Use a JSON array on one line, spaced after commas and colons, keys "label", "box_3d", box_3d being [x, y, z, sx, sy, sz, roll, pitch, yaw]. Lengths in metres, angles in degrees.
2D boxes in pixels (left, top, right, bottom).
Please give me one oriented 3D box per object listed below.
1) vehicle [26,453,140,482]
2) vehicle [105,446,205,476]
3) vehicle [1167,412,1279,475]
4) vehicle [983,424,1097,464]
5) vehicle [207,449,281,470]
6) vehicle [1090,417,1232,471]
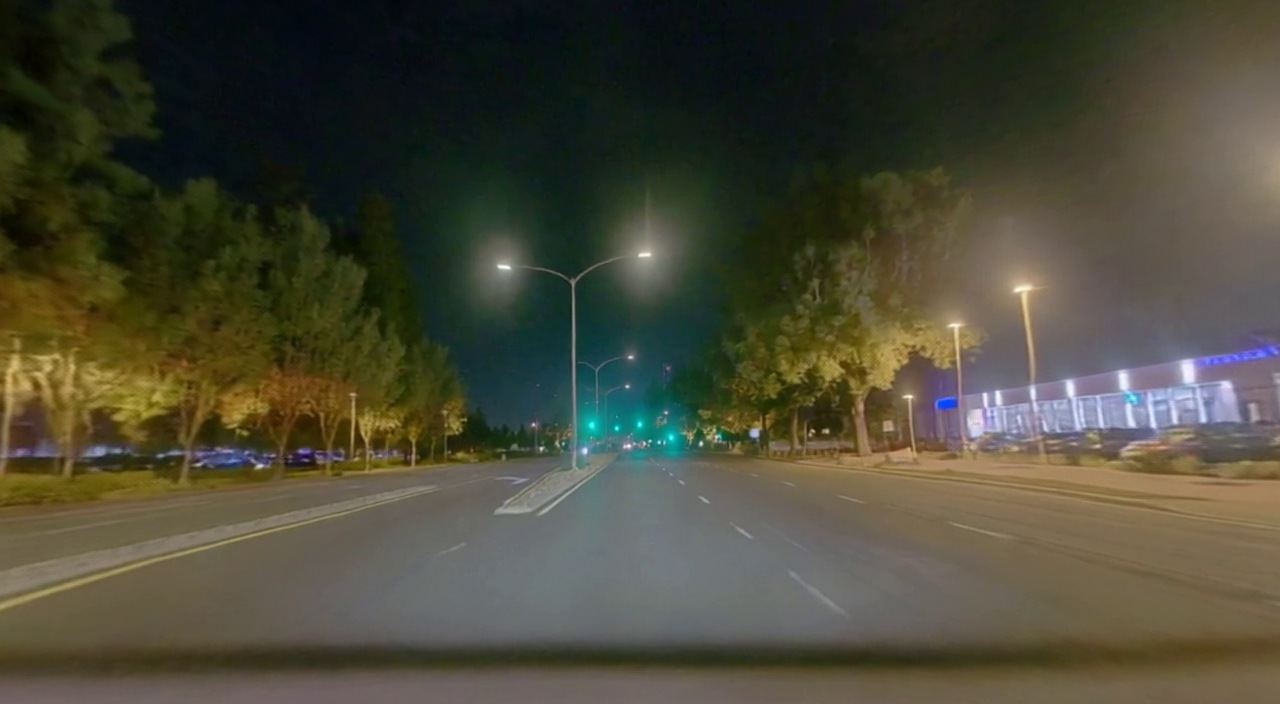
[{"label": "vehicle", "box_3d": [-30.269, 6.271, 34.419, 4.401, 1.460, 1.825, 0, -9, -1]}, {"label": "vehicle", "box_3d": [-30.182, 6.777, 39.428, 4.528, 1.695, 1.945, -1, -9, -4]}, {"label": "vehicle", "box_3d": [17.928, 2.693, 18.618, 4.095, 1.657, 2.177, 4, -10, -29]}, {"label": "vehicle", "box_3d": [17.654, 4.072, 27.896, 4.638, 1.648, 1.887, 4, -9, -24]}, {"label": "vehicle", "box_3d": [-29.957, 8.130, 47.853, 4.293, 1.524, 1.850, 0, -9, 1]}, {"label": "vehicle", "box_3d": [17.556, 3.100, 21.262, 4.511, 1.644, 2.066, 5, -10, -30]}]
